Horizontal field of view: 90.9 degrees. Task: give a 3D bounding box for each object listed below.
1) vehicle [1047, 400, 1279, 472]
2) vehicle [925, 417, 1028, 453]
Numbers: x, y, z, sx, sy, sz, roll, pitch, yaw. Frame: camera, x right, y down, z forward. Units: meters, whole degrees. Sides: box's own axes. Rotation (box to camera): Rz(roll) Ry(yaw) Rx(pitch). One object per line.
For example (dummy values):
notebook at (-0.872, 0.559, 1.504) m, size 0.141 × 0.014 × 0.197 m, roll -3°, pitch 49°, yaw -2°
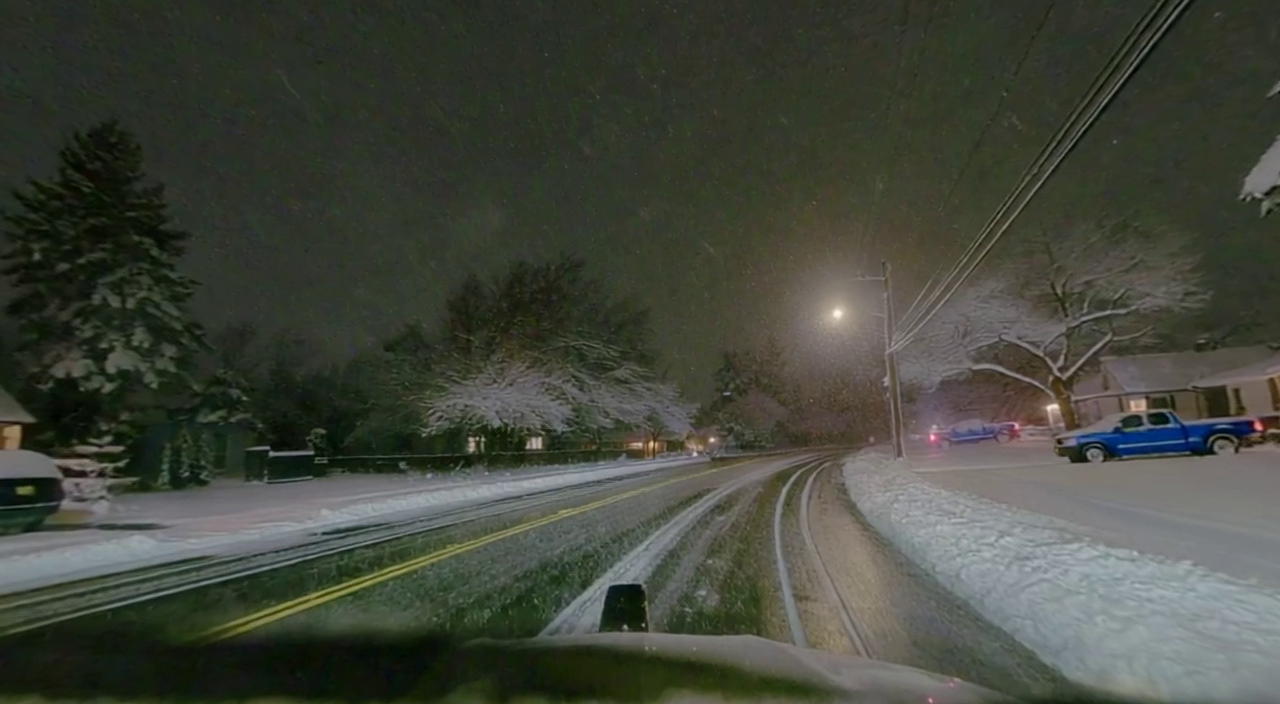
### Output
vehicle at (14.324, 2.384, 17.448) m, size 4.644 × 1.441 × 2.074 m, roll -9°, pitch -11°, yaw 21°
vehicle at (22.315, 5.600, 42.046) m, size 5.704 × 1.788 × 2.095 m, roll -9°, pitch -14°, yaw 24°
